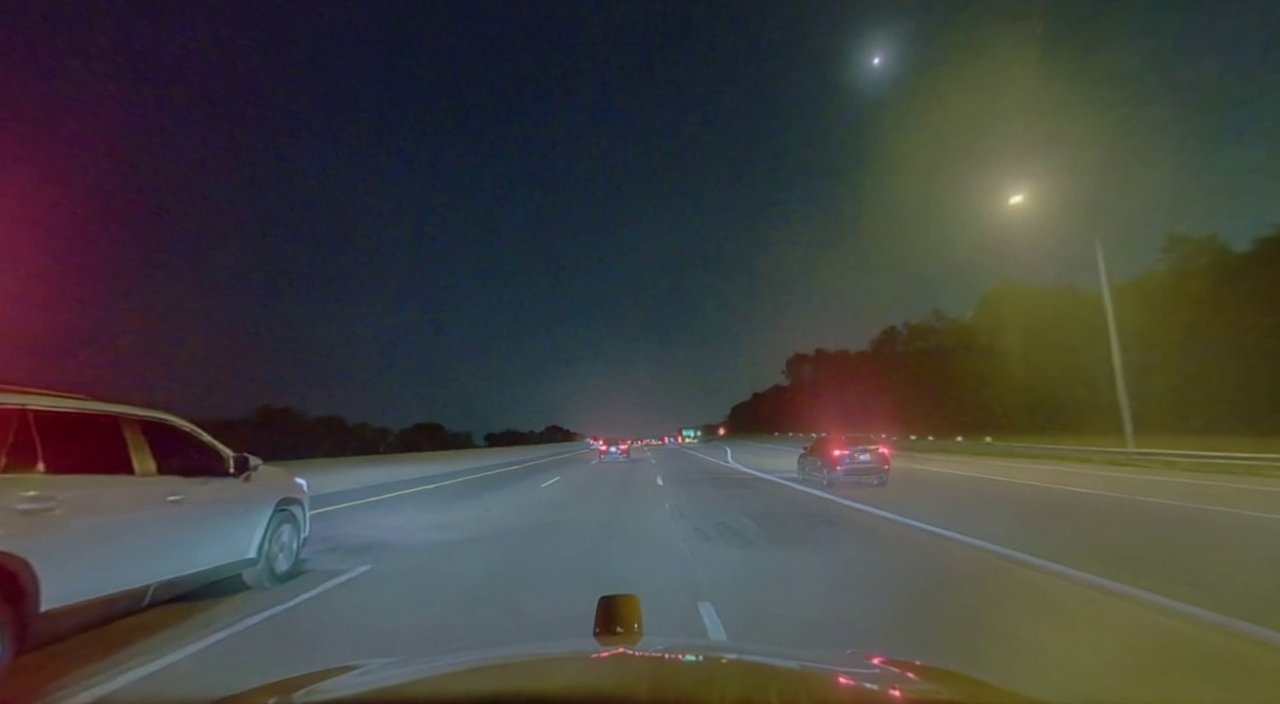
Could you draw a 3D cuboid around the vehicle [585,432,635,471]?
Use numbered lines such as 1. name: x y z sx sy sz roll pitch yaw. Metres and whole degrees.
1. vehicle: -1.256 4.424 28.248 2.039 1.589 4.324 0 -8 0
